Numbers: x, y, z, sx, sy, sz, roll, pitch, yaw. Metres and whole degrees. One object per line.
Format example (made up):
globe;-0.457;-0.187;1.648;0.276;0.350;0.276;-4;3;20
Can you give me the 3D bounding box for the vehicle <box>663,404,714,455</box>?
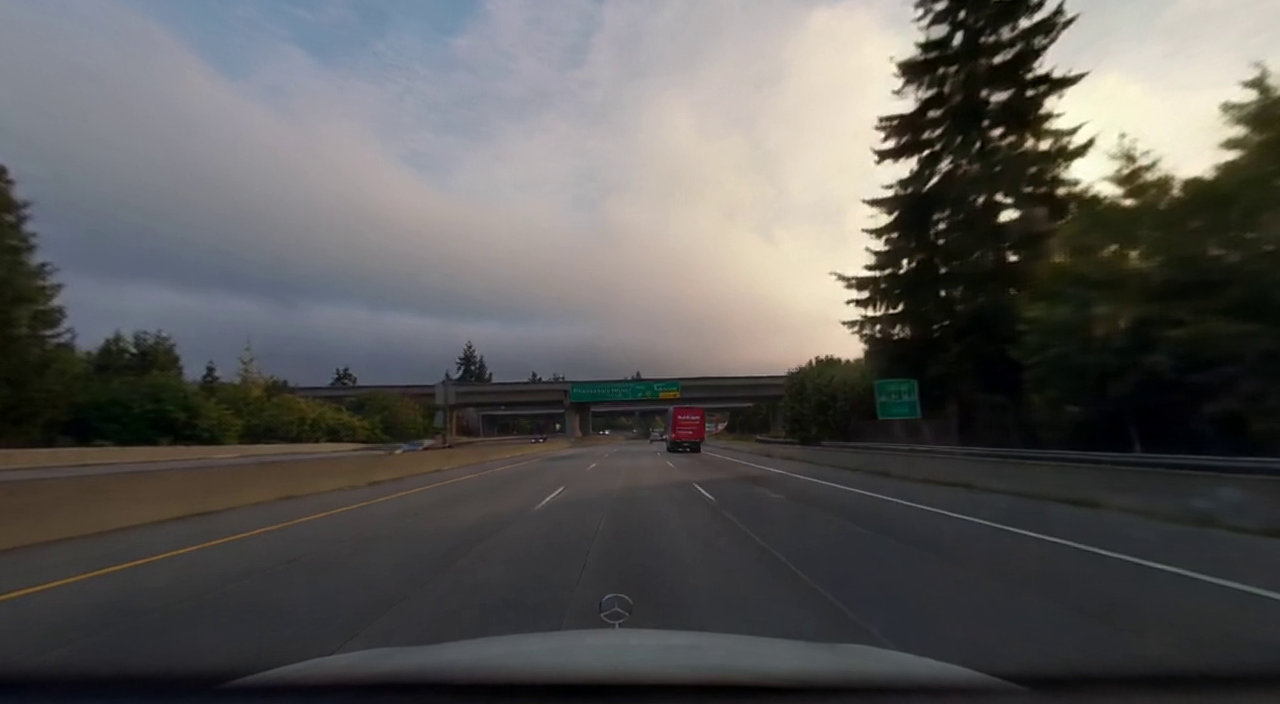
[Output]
vehicle;3.591;6.140;49.620;2.981;3.512;11.154;0;-8;-1
